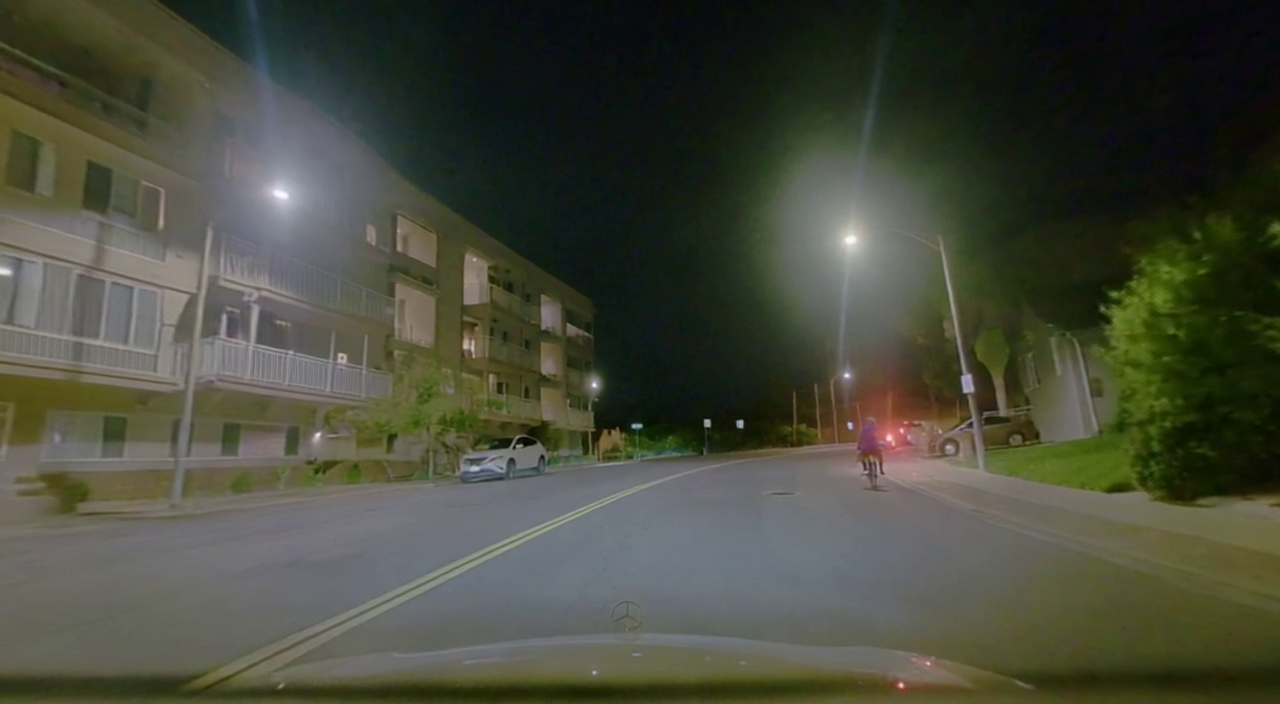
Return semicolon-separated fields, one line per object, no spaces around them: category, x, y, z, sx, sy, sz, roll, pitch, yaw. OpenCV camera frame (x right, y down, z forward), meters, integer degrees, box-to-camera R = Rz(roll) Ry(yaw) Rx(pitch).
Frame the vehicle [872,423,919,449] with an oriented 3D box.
vehicle;18.069;5.973;44.585;2.105;1.705;4.392;-6;-10;33

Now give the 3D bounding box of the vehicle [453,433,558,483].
vehicle;-4.948;3.981;23.965;1.937;1.670;4.391;-3;-9;17
